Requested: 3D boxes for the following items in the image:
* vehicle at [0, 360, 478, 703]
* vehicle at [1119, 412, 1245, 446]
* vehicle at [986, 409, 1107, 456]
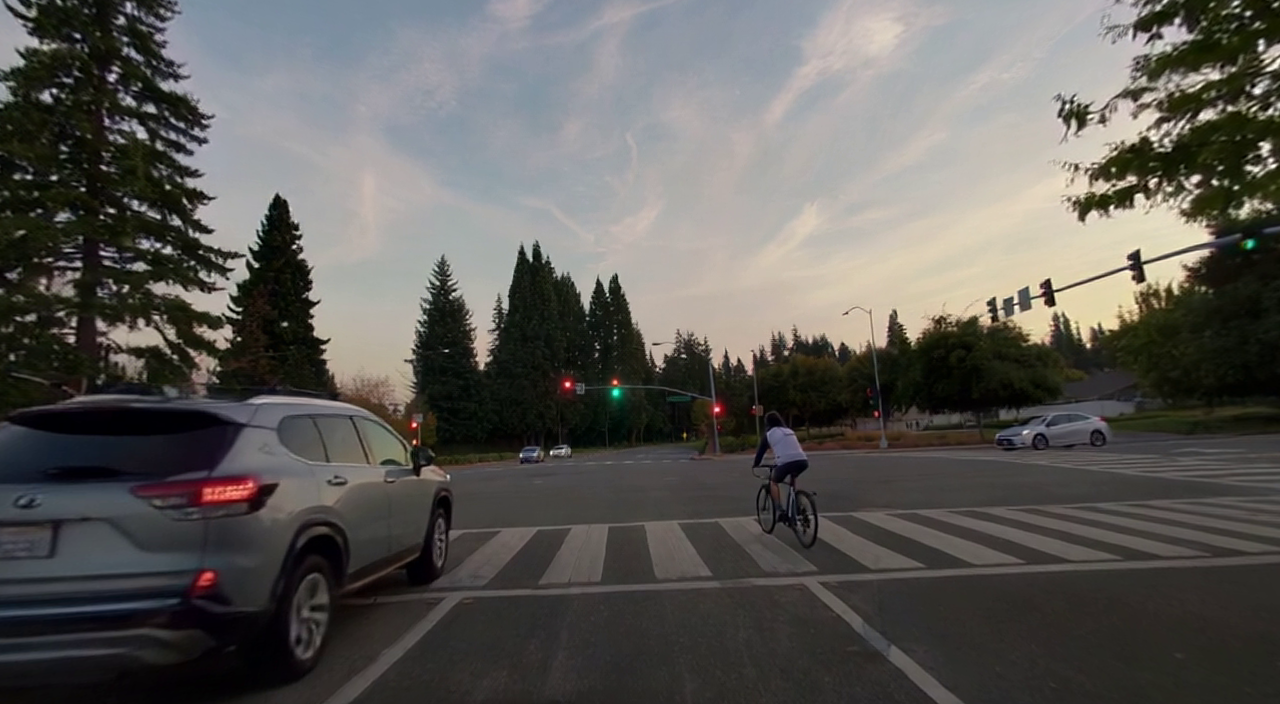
[{"bbox_3d":[-3.000,1.239,5.218,2.049,1.756,4.602,0,-8,0],"label":"vehicle"},{"bbox_3d":[25.739,3.688,30.003,4.716,1.507,1.904,2,-8,-11],"label":"vehicle"},{"bbox_3d":[18.574,3.704,28.922,4.237,1.948,1.997,0,-9,-9],"label":"vehicle"}]
